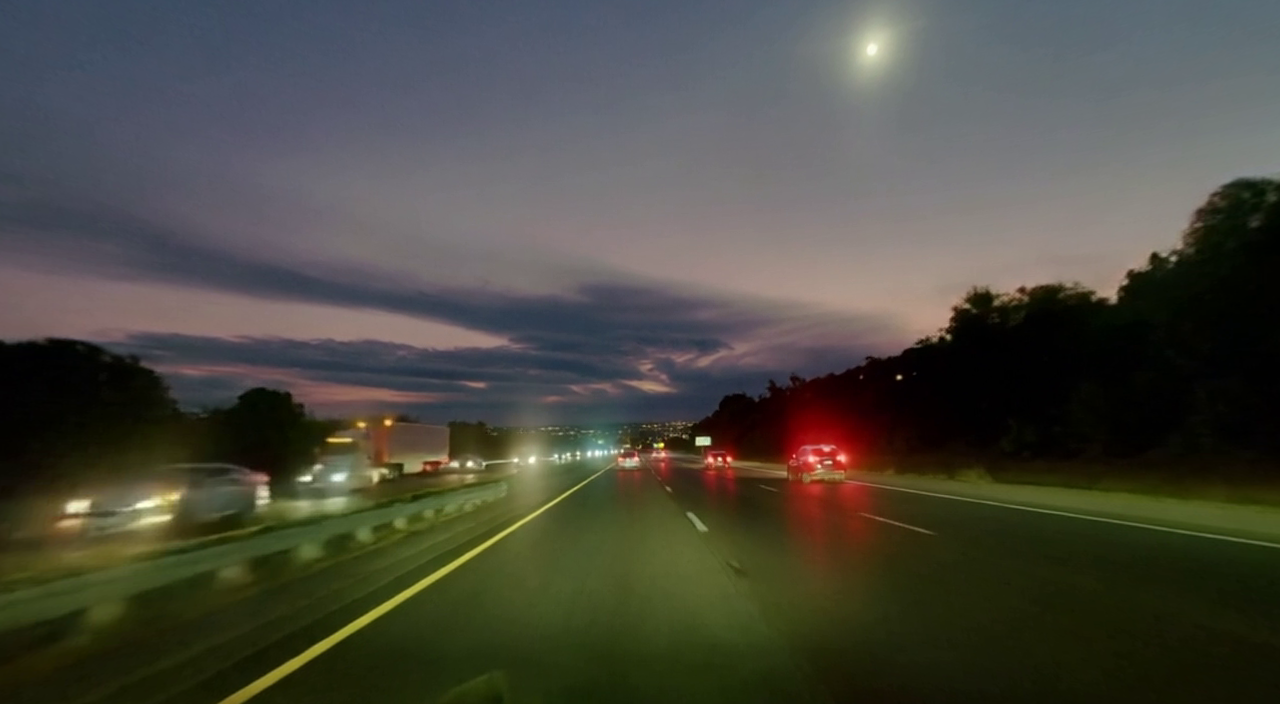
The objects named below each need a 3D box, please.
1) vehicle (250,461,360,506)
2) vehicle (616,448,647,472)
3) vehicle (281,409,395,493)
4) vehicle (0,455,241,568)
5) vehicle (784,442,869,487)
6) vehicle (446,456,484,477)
[{"bbox_3d":[-12.930,5.071,24.740,1.841,1.485,4.485,0,-9,0],"label":"vehicle"},{"bbox_3d":[-0.574,7.336,43.061,2.021,1.507,4.272,0,-9,0],"label":"vehicle"},{"bbox_3d":[-16.862,5.623,35.867,3.339,4.325,5.934,0,-9,0],"label":"vehicle"},{"bbox_3d":[-9.009,2.551,10.766,1.857,1.511,3.838,0,-9,0],"label":"vehicle"},{"bbox_3d":[6.938,4.218,23.924,1.903,1.566,3.866,0,-9,-2],"label":"vehicle"},{"bbox_3d":[-13.632,8.940,49.351,1.807,1.535,4.105,0,-9,0],"label":"vehicle"}]
